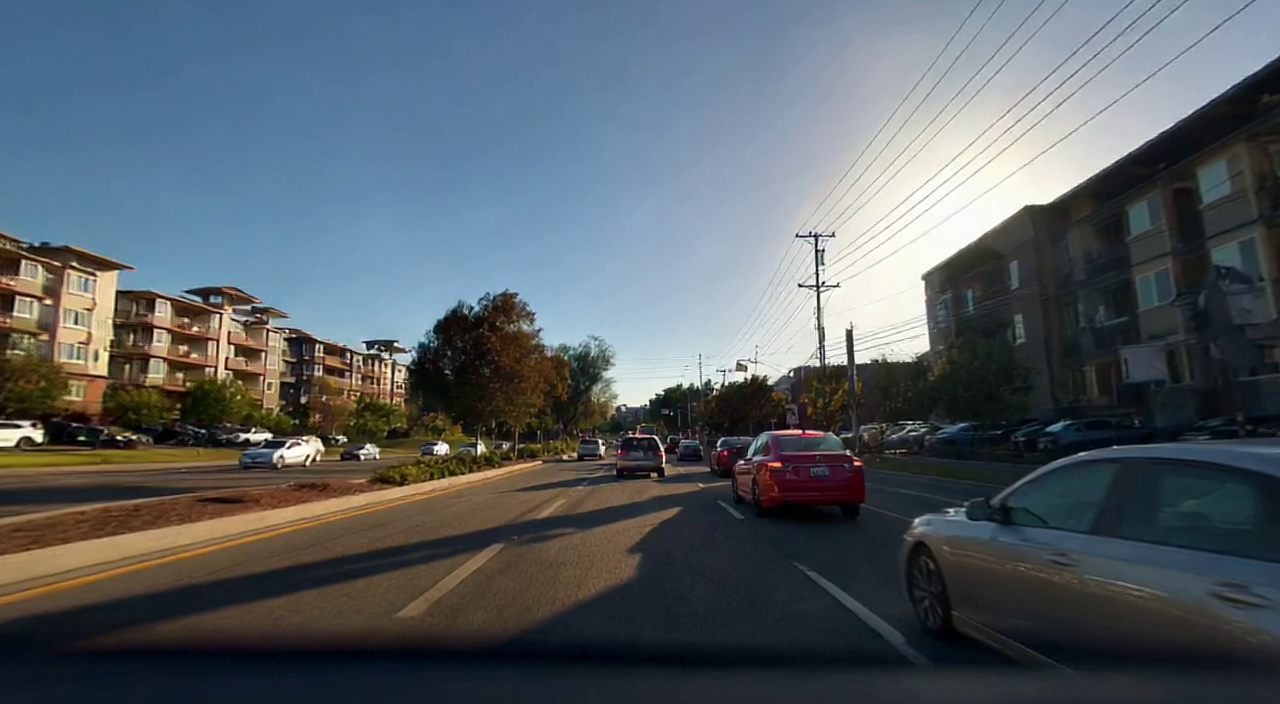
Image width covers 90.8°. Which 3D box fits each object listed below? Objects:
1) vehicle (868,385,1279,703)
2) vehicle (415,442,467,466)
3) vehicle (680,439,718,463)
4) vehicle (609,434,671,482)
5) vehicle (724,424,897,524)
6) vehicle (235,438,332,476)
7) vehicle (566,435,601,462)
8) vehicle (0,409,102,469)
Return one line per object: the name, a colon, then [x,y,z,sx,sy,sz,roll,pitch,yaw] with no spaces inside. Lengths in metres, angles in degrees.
vehicle: [3.022,1.033,3.175,2.065,1.489,4.417,0,-8,-1]
vehicle: [-13.128,6.729,41.903,1.932,1.455,4.485,0,-8,1]
vehicle: [3.863,6.537,41.912,2.054,1.461,4.321,0,-8,0]
vehicle: [0.011,3.842,23.153,2.073,1.606,3.933,0,-8,0]
vehicle: [3.188,2.402,13.055,2.123,1.657,4.719,0,-8,-2]
vehicle: [-16.810,4.960,30.091,1.944,1.624,4.561,0,-8,0]
vehicle: [-3.991,6.931,45.381,2.104,1.773,4.338,0,-8,1]
vehicle: [-44.176,5.910,43.154,11.033,3.961,3.142,1,-8,-7]
